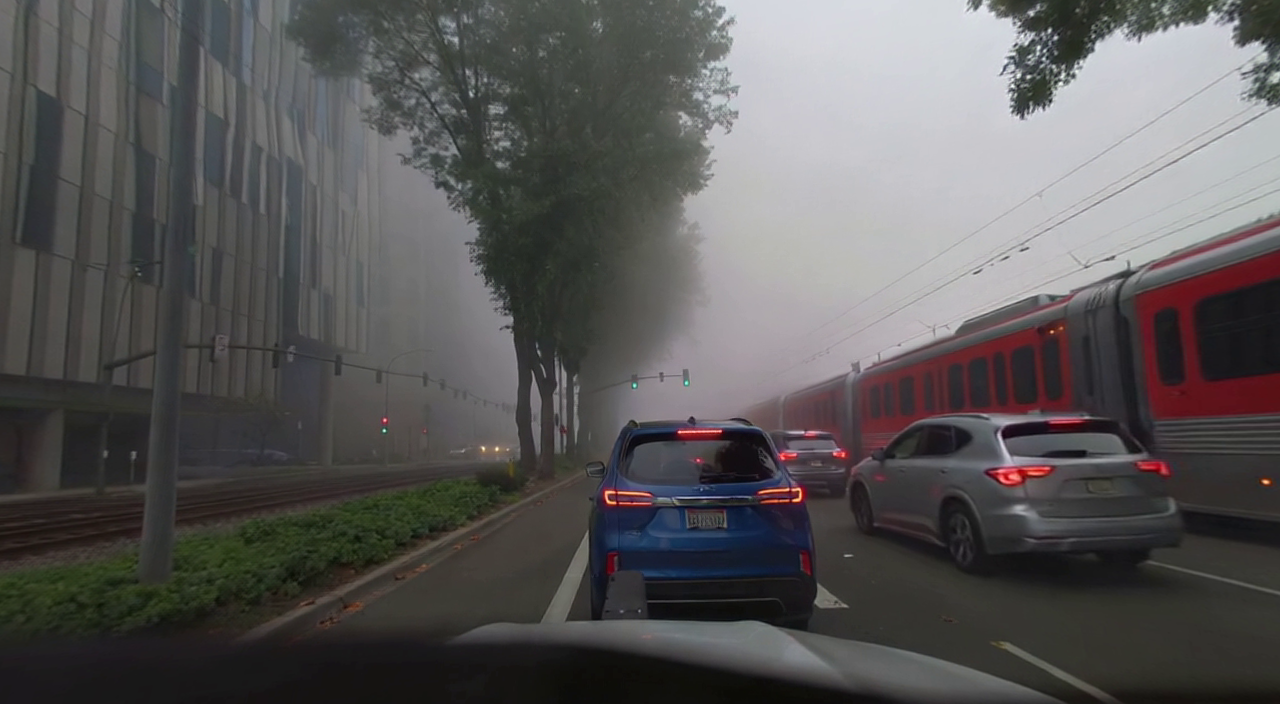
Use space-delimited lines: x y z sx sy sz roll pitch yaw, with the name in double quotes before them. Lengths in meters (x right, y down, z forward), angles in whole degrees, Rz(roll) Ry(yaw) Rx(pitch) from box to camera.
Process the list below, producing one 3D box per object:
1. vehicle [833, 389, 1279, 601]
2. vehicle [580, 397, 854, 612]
"vehicle" 4.323 1.570 7.847 2.165 1.760 5.064 0 -9 -1
"vehicle" 0.509 1.515 7.130 2.190 1.684 4.084 0 -9 -3
